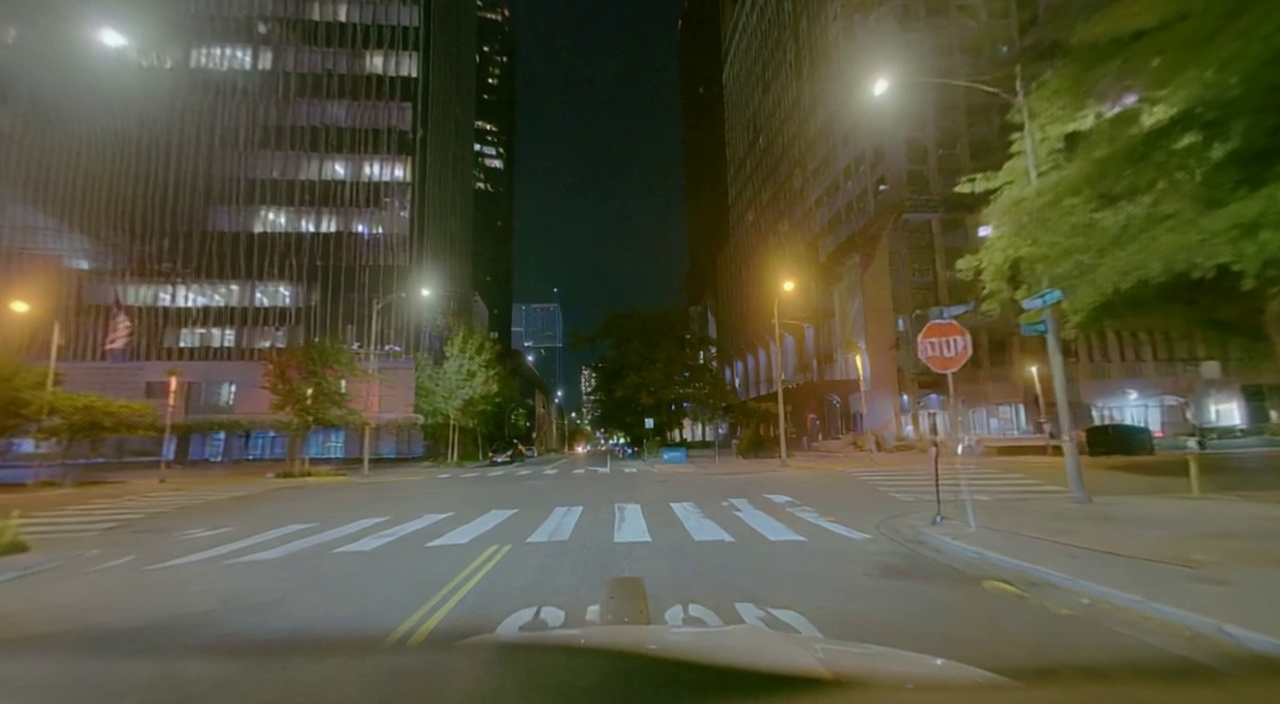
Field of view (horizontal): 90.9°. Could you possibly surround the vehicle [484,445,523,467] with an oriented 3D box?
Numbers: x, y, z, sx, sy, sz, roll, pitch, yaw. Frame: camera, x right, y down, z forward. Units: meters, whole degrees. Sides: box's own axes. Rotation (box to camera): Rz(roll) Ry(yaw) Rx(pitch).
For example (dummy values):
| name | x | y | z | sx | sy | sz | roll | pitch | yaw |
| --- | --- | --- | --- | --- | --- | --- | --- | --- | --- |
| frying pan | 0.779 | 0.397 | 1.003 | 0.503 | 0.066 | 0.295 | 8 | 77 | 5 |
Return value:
| name | x | y | z | sx | sy | sz | roll | pitch | yaw |
| --- | --- | --- | --- | --- | --- | --- | --- | --- | --- |
| vehicle | -9.964 | 7.595 | 46.335 | 2.033 | 1.491 | 4.298 | 0 | -8 | -2 |
